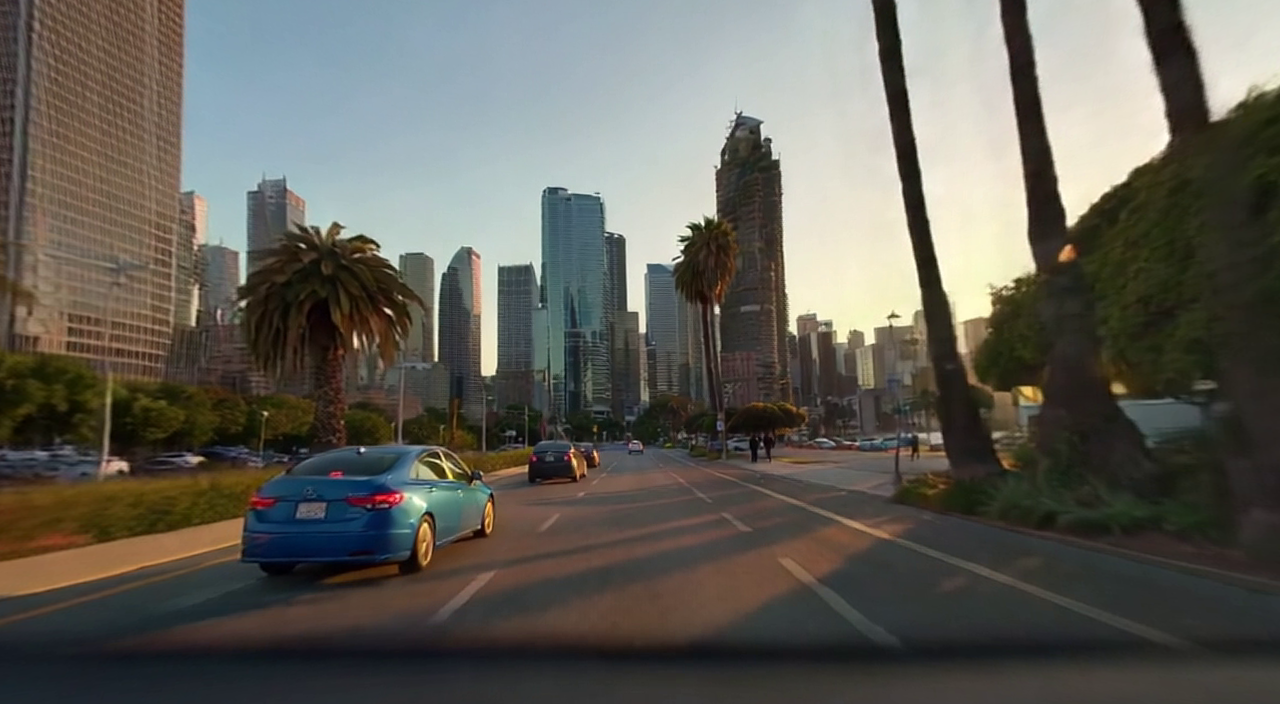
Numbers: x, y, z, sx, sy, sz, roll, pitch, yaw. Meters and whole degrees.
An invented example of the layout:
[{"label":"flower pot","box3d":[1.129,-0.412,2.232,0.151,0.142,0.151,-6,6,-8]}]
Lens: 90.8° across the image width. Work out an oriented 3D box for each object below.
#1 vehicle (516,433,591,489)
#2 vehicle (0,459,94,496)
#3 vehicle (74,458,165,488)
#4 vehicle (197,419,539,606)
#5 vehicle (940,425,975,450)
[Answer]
[{"label":"vehicle","box3d":[-2.857,3.699,21.725,1.894,1.702,3.999,0,-8,2]},{"label":"vehicle","box3d":[-30.257,6.223,31.446,1.956,1.640,4.715,-2,-9,-1]},{"label":"vehicle","box3d":[-30.211,7.012,36.849,1.832,1.584,4.045,0,-8,1]},{"label":"vehicle","box3d":[-2.627,1.671,7.535,2.071,1.544,4.383,0,-8,1]},{"label":"vehicle","box3d":[24.996,6.771,49.715,1.679,1.923,3.703,-6,-11,37]}]
